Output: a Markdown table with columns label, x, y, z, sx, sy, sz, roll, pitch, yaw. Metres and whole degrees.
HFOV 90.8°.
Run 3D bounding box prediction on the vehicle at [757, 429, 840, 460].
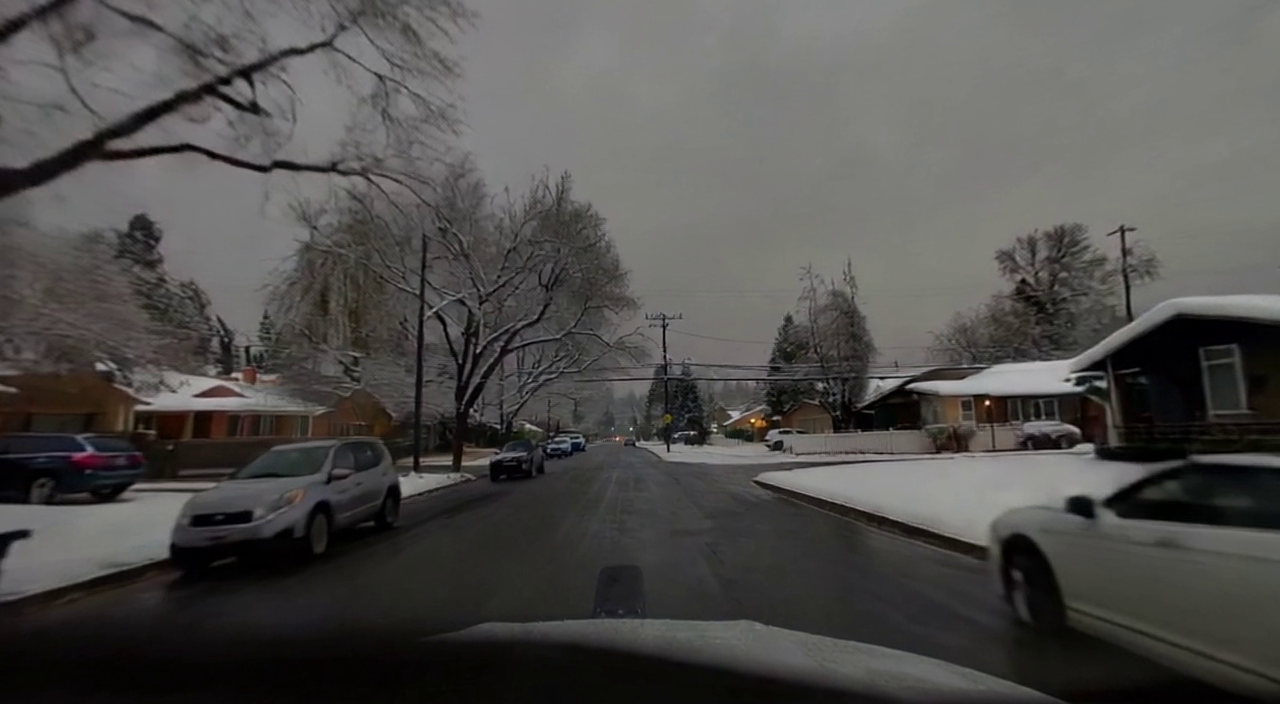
| label | x | y | z | sx | sy | sz | roll | pitch | yaw |
| --- | --- | --- | --- | --- | --- | --- | --- | --- | --- |
| vehicle | 10.402 | 6.116 | 41.762 | 4.919 | 1.969 | 2.104 | 1 | -9 | 2 |

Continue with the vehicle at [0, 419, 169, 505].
| label | x | y | z | sx | sy | sz | roll | pitch | yaw |
| --- | --- | --- | --- | --- | --- | --- | --- | --- | --- |
| vehicle | -14.127 | 2.489 | 14.460 | 5.088 | 1.792 | 1.966 | 0 | -8 | 1 |

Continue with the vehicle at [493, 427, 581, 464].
| label | x | y | z | sx | sy | sz | roll | pitch | yaw |
| --- | --- | --- | --- | --- | --- | --- | --- | --- | --- |
| vehicle | -6.730 | 6.164 | 41.797 | 5.419 | 2.292 | 2.272 | 0 | -7 | -1 |

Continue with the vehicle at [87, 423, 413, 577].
| label | x | y | z | sx | sy | sz | roll | pitch | yaw |
| --- | --- | --- | --- | --- | --- | --- | --- | --- | --- |
| vehicle | -5.069 | 1.943 | 9.137 | 1.887 | 1.660 | 4.312 | 0 | -8 | 1 |

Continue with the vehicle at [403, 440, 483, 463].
| label | x | y | z | sx | sy | sz | roll | pitch | yaw |
| --- | --- | --- | --- | --- | --- | --- | --- | --- | --- |
| vehicle | -12.909 | 6.556 | 41.570 | 4.650 | 1.480 | 1.782 | 0 | -9 | 0 |

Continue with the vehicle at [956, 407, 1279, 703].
| label | x | y | z | sx | sy | sz | roll | pitch | yaw |
| --- | --- | --- | --- | --- | --- | --- | --- | --- | --- |
| vehicle | 3.698 | 1.085 | 3.352 | 1.945 | 1.495 | 3.983 | 0 | -8 | 0 |
